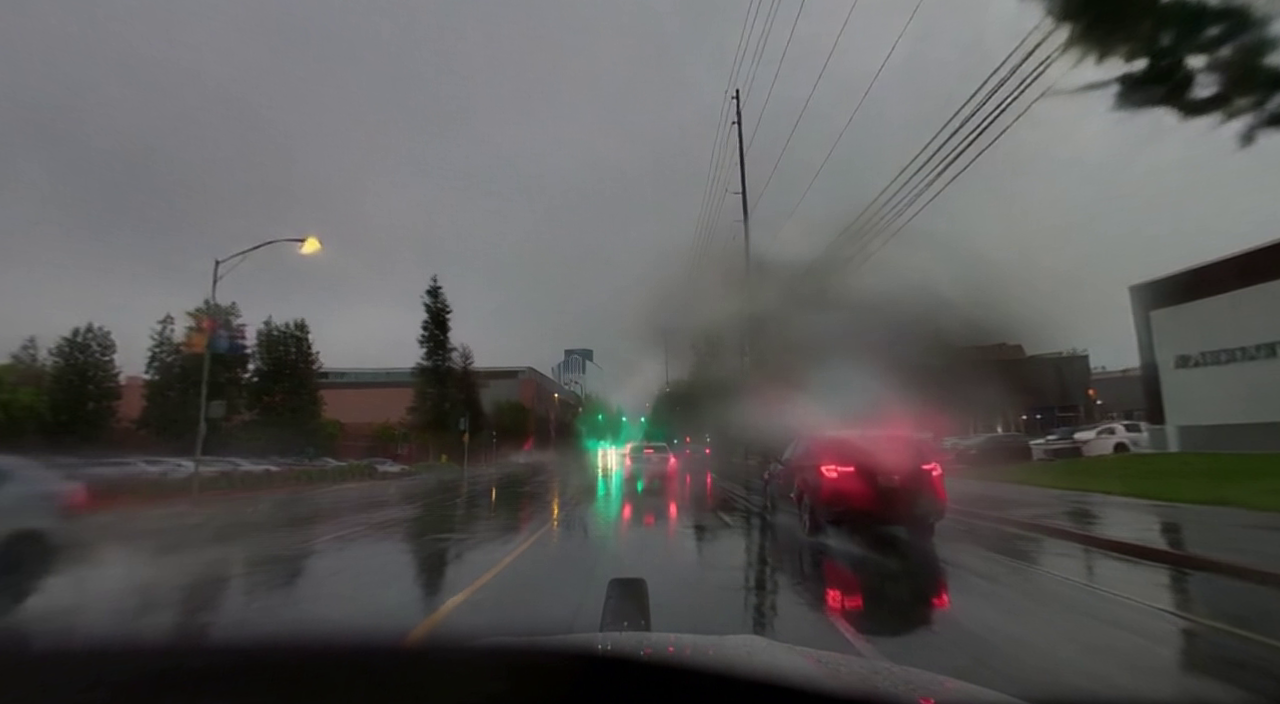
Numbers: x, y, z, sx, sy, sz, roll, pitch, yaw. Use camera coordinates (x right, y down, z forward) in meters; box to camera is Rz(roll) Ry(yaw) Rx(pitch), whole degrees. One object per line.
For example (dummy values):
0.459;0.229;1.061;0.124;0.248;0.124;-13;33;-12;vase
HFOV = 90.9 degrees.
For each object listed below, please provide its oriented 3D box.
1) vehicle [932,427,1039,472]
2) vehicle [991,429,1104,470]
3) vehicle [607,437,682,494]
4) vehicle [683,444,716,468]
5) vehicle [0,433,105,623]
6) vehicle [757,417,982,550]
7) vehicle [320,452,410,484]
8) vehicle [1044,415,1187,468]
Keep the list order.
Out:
13.528;3.840;25.009;1.899;1.602;4.297;-1;-8;2;vehicle
16.148;3.897;25.266;2.018;1.488;4.059;-1;-8;4;vehicle
0.157;3.673;20.767;2.200;1.653;4.127;0;-8;1;vehicle
4.051;7.105;43.279;1.880;1.503;4.130;0;-8;0;vehicle
-6.581;1.347;4.204;2.008;1.638;4.552;0;-8;0;vehicle
3.414;2.047;10.518;2.024;1.711;4.512;0;-8;0;vehicle
-15.832;6.702;36.442;4.290;1.510;2.006;-4;-10;6;vehicle
18.702;3.628;25.168;1.950;1.797;4.967;-3;-10;3;vehicle
